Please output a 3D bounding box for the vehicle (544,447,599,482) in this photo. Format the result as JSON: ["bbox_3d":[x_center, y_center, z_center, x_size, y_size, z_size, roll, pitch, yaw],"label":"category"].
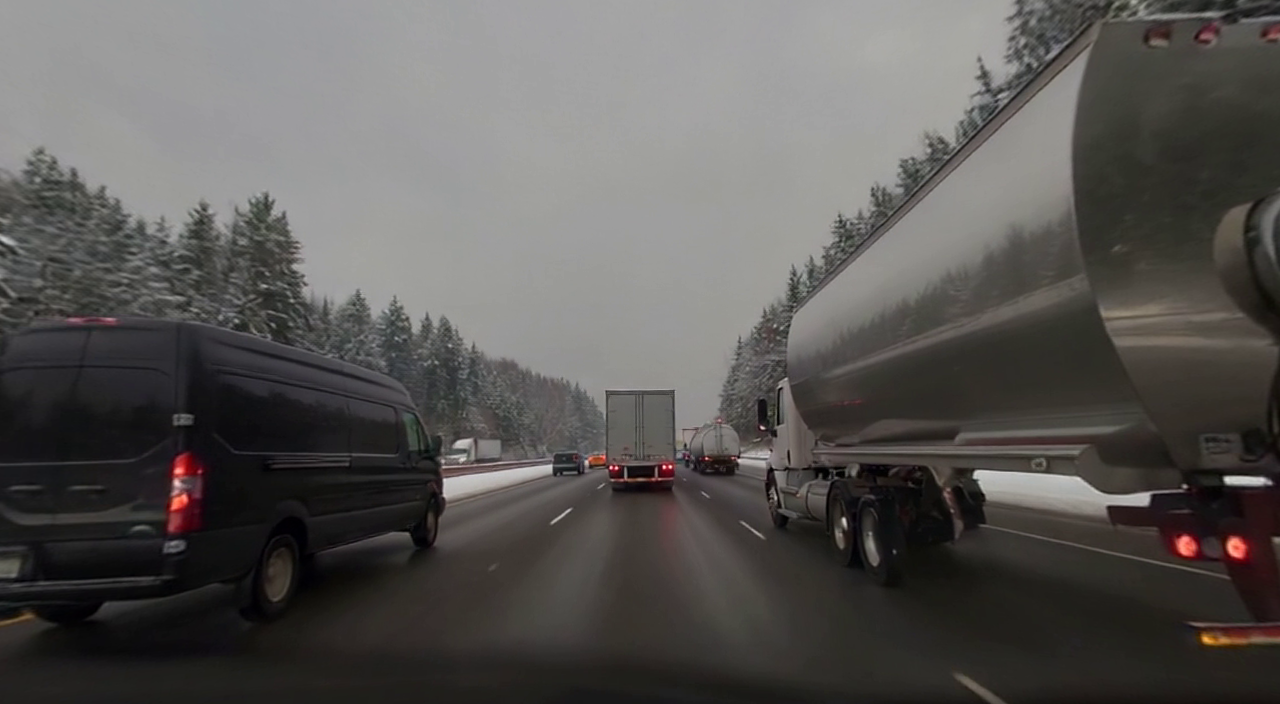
[{"bbox_3d":[-3.441,5.767,32.572,2.134,1.652,4.439,0,-9,2],"label":"vehicle"}]

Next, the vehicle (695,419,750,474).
[{"bbox_3d":[5.739,6.897,45.870,2.706,3.500,11.483,0,-9,1],"label":"vehicle"}]

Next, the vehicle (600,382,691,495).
[{"bbox_3d":[0.136,3.382,24.040,2.773,3.455,9.118,0,-9,0],"label":"vehicle"}]

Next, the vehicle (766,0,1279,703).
[{"bbox_3d":[4.432,0.501,8.343,3.139,4.152,11.915,0,-9,0],"label":"vehicle"}]

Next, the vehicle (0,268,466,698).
[{"bbox_3d":[-4.146,1.219,6.960,2.525,2.572,6.260,0,-9,1],"label":"vehicle"}]
